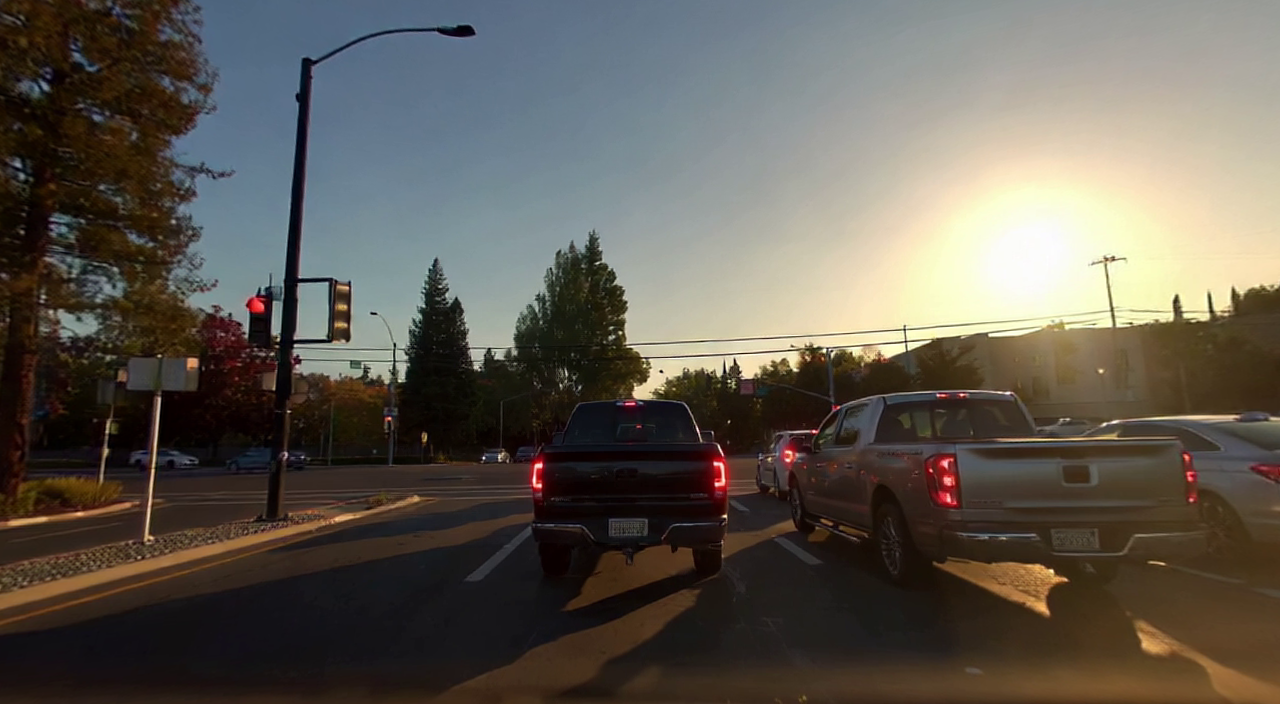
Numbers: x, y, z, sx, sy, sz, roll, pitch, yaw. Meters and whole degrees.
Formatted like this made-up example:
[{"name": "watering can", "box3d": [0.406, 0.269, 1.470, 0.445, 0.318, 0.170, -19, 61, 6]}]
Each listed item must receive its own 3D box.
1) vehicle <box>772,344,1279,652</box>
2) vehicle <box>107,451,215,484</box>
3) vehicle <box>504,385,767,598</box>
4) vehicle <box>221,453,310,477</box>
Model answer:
[{"name": "vehicle", "box3d": [3.312, 1.333, 6.922, 2.412, 1.953, 5.682, 0, -9, -1]}, {"name": "vehicle", "box3d": [-26.378, 6.334, 35.018, 4.437, 1.669, 1.936, 5, -10, -30]}, {"name": "vehicle", "box3d": [-0.062, 1.570, 8.005, 2.240, 1.821, 5.001, 0, -9, -1]}, {"name": "vehicle", "box3d": [-24.860, 7.523, 42.113, 4.610, 1.482, 1.940, 1, -9, -10]}]
